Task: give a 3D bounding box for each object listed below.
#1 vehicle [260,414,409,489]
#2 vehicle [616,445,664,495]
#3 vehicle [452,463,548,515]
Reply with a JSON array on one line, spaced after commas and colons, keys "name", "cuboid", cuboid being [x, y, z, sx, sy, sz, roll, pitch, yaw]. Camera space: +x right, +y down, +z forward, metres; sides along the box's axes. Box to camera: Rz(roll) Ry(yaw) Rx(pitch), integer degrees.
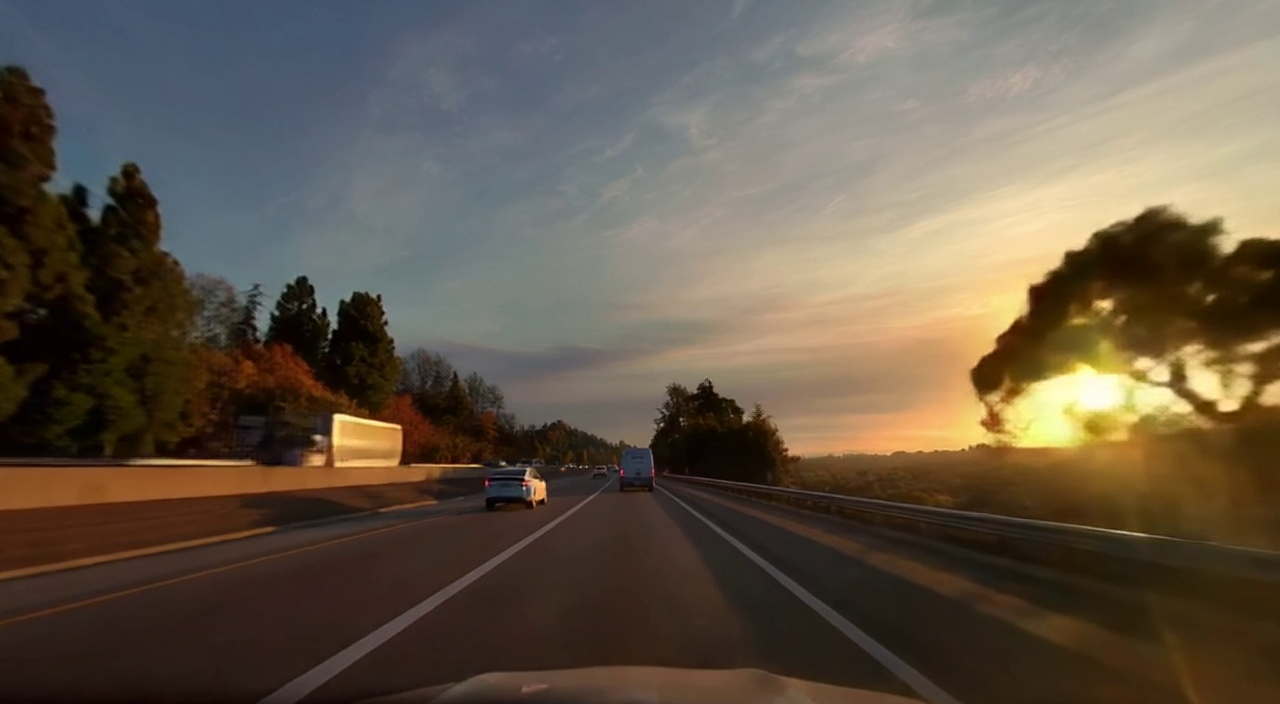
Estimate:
[{"name": "vehicle", "cuboid": [-13.198, 4.530, 28.180, 2.603, 2.806, 7.980, 1, -10, 0]}, {"name": "vehicle", "cuboid": [-0.038, 6.654, 35.549, 2.482, 2.549, 5.447, 1, -10, -1]}, {"name": "vehicle", "cuboid": [-4.515, 4.508, 21.107, 2.128, 1.491, 4.508, 1, -10, 1]}]
